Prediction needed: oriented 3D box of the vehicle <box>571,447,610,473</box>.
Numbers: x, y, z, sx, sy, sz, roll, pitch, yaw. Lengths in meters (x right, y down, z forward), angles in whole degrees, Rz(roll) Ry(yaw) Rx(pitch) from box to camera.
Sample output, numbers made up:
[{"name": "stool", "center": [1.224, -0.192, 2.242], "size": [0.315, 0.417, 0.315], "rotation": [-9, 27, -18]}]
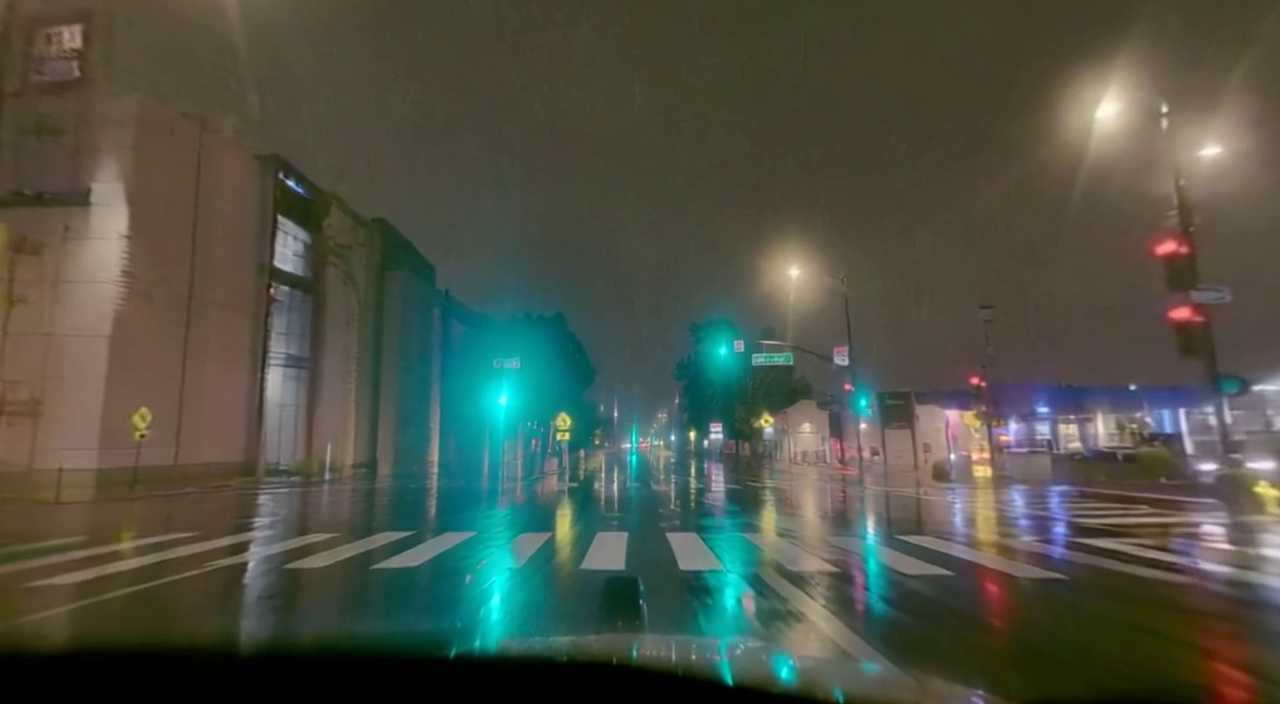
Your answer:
[{"name": "vehicle", "center": [-2.978, 6.600, 38.784], "size": [2.078, 1.471, 4.217], "rotation": [0, -9, 0]}]
